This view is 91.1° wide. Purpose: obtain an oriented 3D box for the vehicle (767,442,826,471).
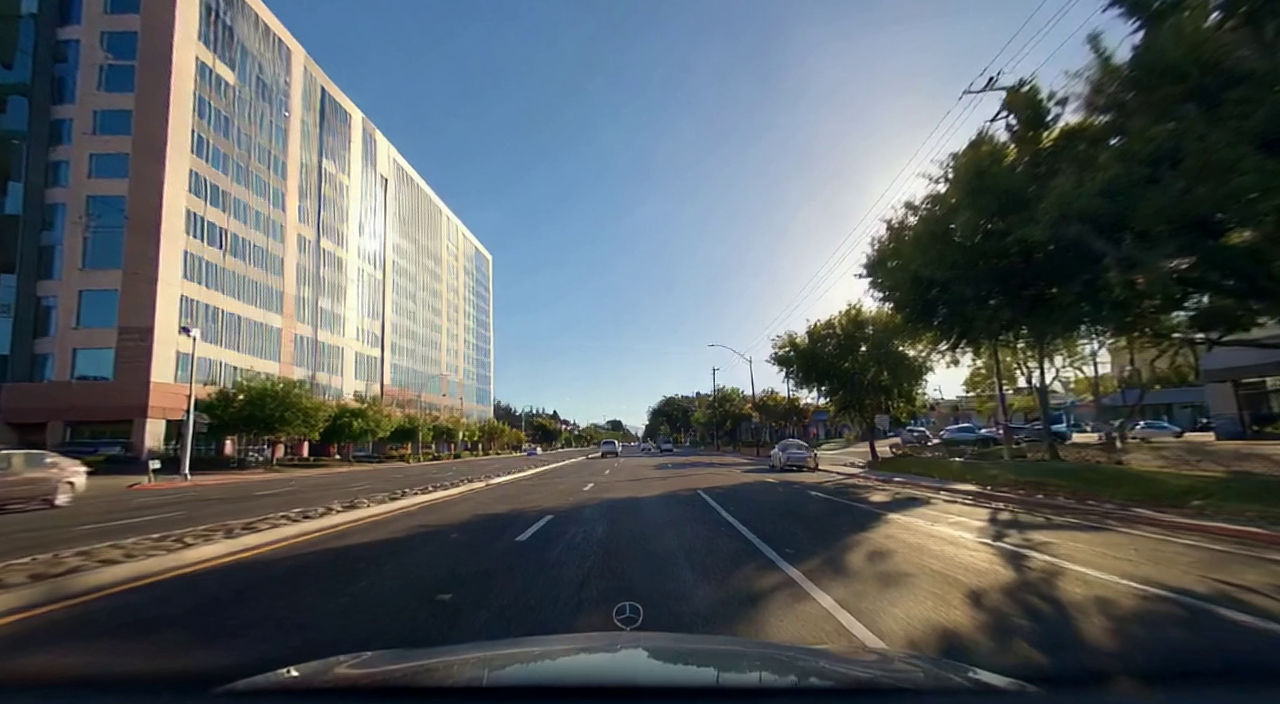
[{"bbox_3d":[10.129,6.675,40.445,2.129,1.696,5.061,-5,-10,32],"label":"vehicle"}]
